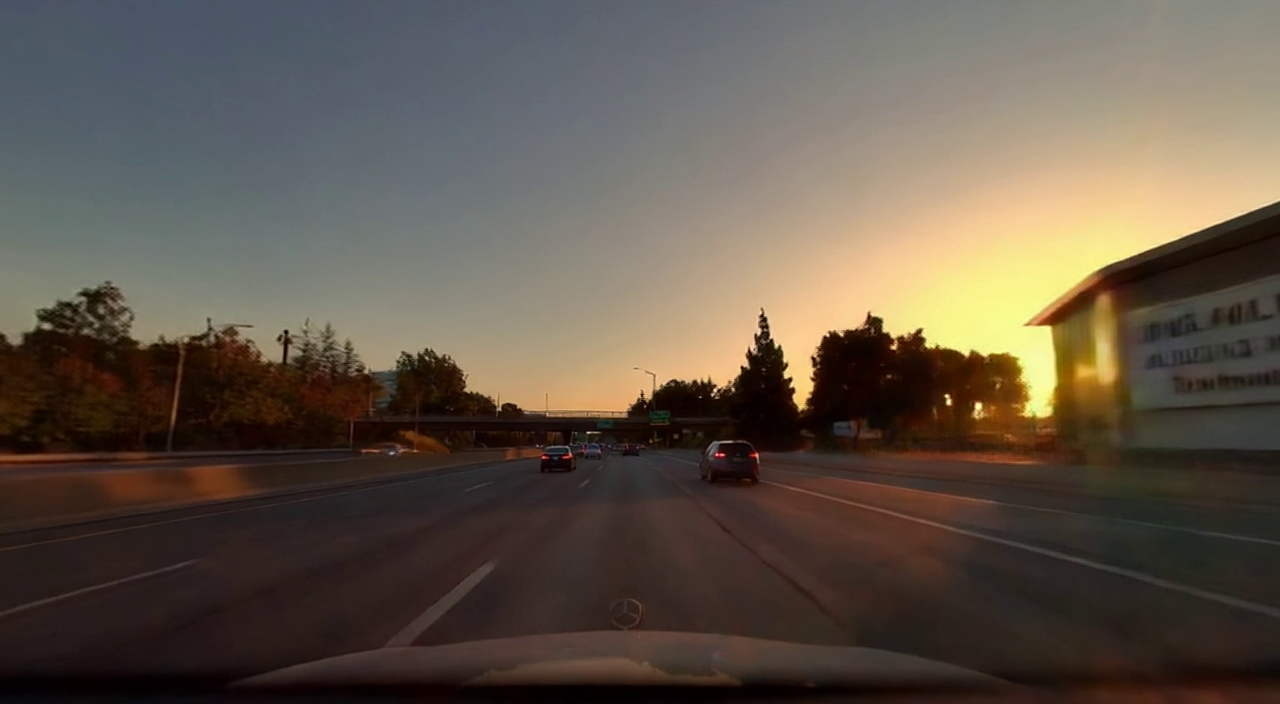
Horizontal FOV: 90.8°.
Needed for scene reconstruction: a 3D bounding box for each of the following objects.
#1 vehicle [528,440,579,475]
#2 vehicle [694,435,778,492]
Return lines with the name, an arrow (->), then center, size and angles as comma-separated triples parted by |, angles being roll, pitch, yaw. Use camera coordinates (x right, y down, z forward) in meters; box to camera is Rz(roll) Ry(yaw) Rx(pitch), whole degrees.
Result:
vehicle -> -4.647, 5.763, 34.801 | 2.176, 1.779, 4.755 | 0, -8, -1
vehicle -> 3.058, 3.651, 21.085 | 1.997, 1.686, 4.247 | 0, -8, -2
